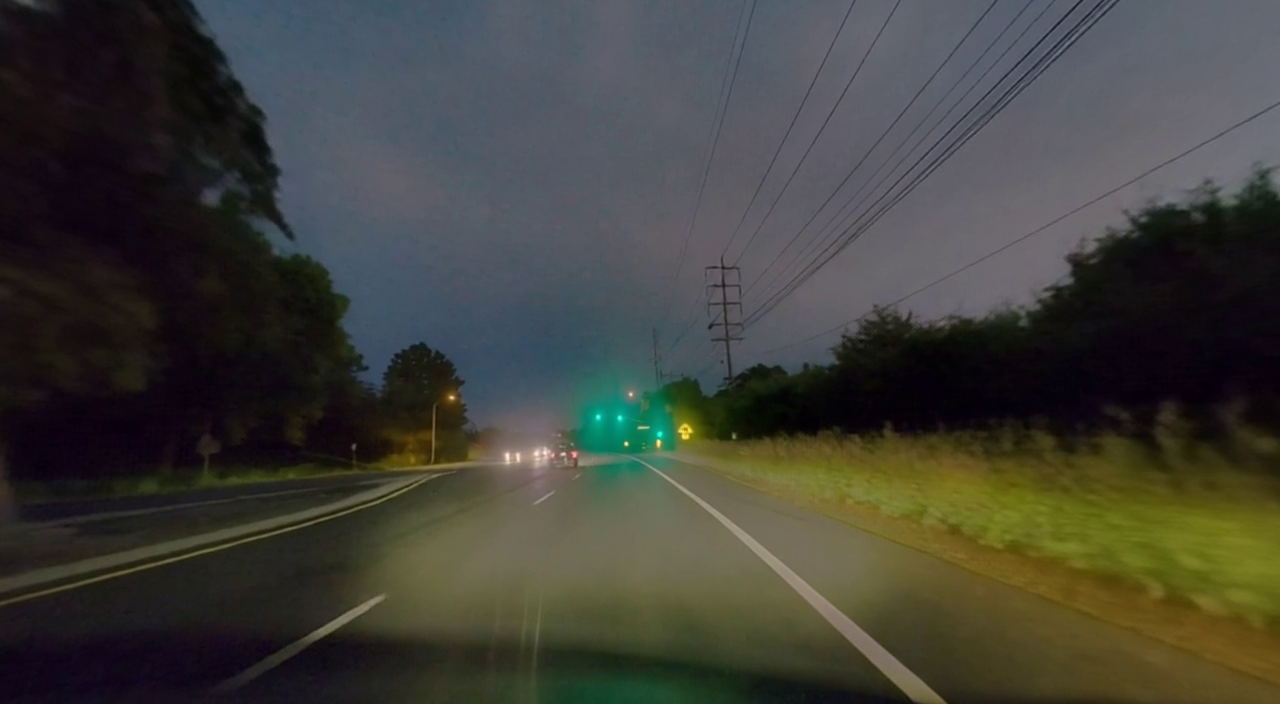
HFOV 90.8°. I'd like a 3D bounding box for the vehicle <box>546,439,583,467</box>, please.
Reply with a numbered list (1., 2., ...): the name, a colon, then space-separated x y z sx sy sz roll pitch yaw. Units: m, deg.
1. vehicle: -5.447 7.356 46.199 2.246 1.885 5.275 0 -8 -2
